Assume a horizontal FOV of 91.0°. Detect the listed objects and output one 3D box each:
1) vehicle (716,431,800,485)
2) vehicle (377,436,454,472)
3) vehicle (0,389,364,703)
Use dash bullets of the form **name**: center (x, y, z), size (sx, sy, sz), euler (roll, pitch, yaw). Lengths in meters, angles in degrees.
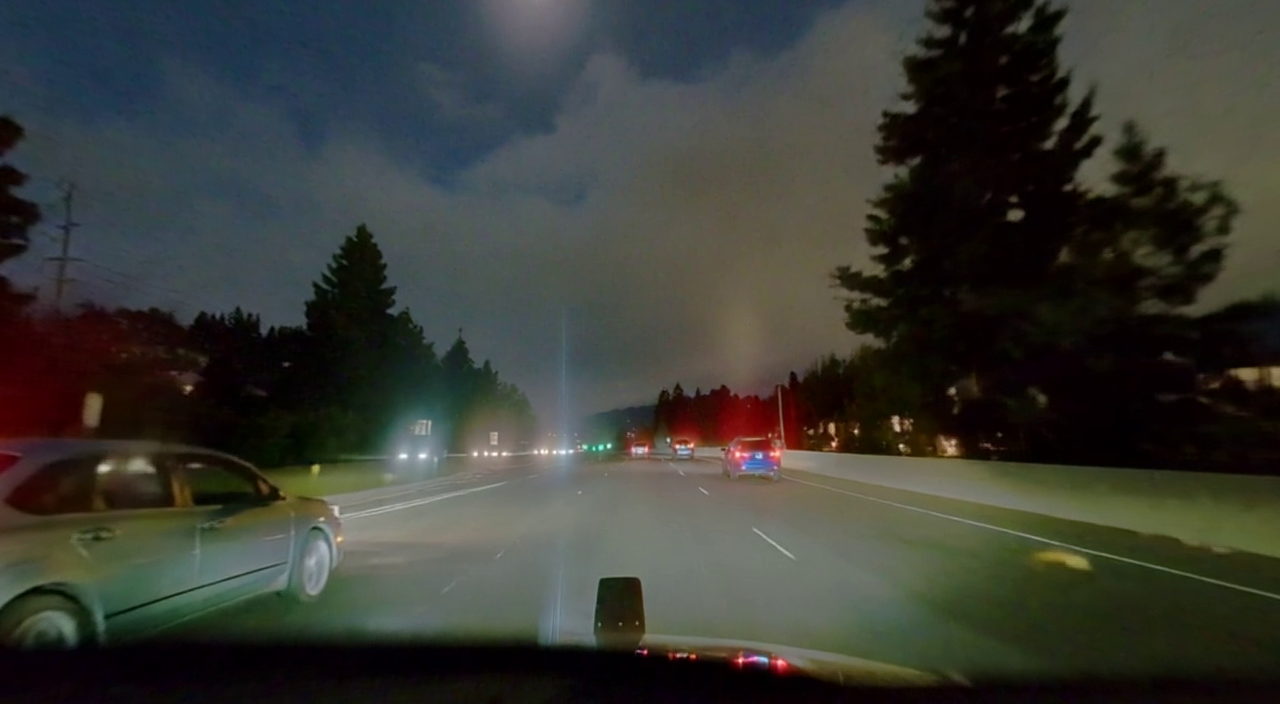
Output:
- **vehicle**: center (3.988, 3.665, 22.063), size (2.092, 1.686, 4.188), euler (0, -9, -1)
- **vehicle**: center (-11.706, 5.355, 33.293), size (2.284, 1.760, 4.862), euler (0, -9, 0)
- **vehicle**: center (-3.619, 1.073, 3.570), size (2.036, 1.528, 4.400), euler (0, -9, 1)
